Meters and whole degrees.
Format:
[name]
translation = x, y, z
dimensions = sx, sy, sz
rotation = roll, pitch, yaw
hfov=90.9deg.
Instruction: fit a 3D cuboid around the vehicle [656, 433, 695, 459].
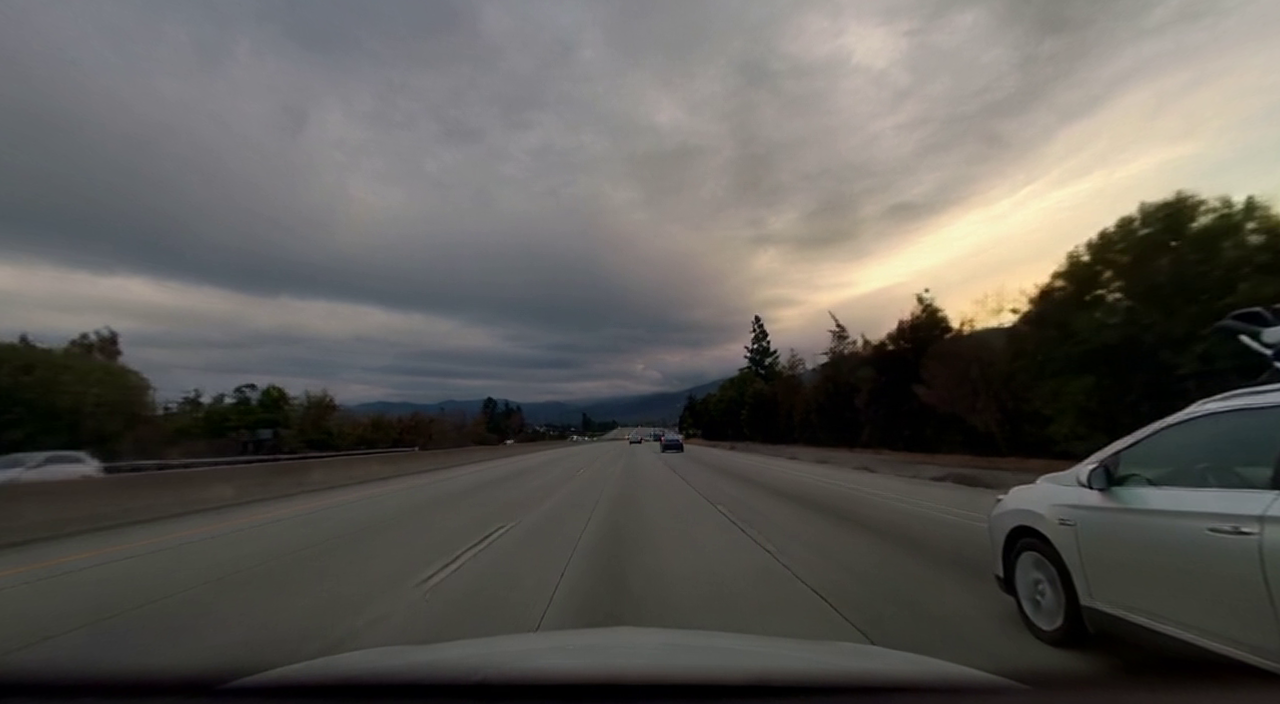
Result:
[vehicle]
translation = 2.040, 5.587, 37.583
dimensions = 1.911, 1.449, 3.776
rotation = 0, -8, -3
